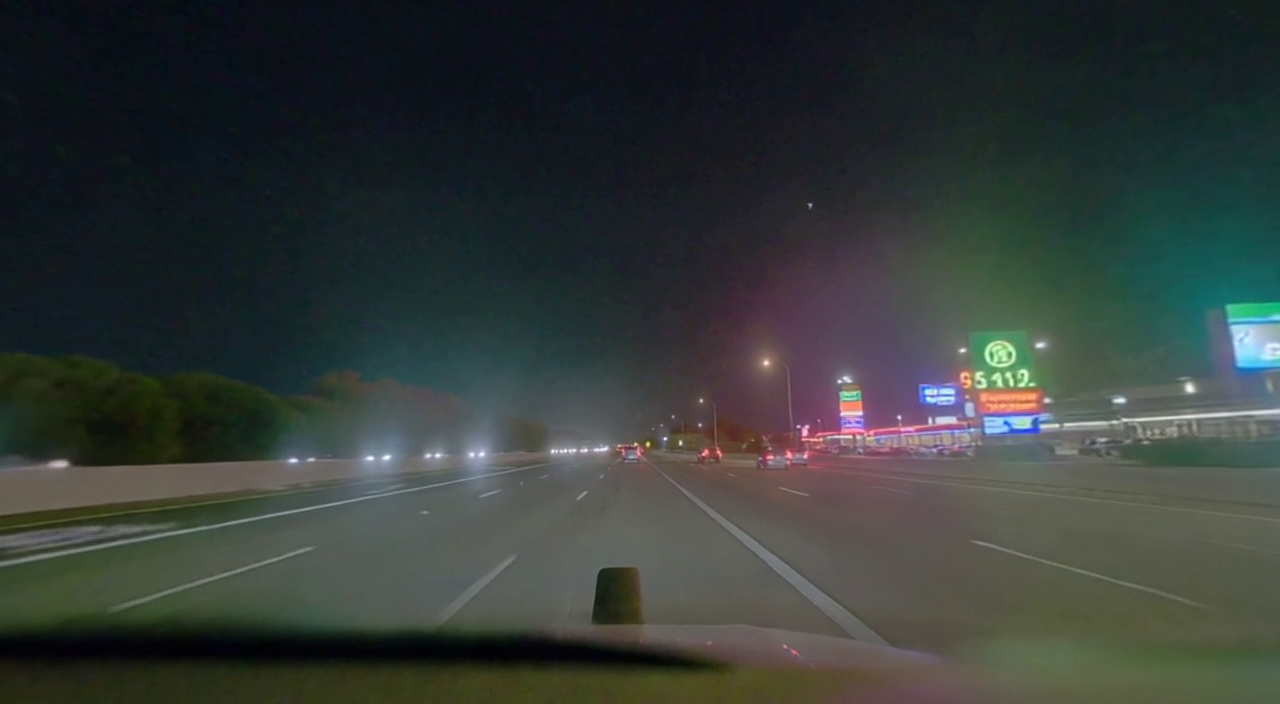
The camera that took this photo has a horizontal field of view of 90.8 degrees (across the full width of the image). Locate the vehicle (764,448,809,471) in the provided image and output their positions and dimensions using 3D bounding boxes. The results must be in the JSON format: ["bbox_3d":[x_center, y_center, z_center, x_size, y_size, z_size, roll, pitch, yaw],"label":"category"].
[{"bbox_3d":[10.052,7.370,43.705,1.953,1.473,4.512,0,-9,-1],"label":"vehicle"}]
